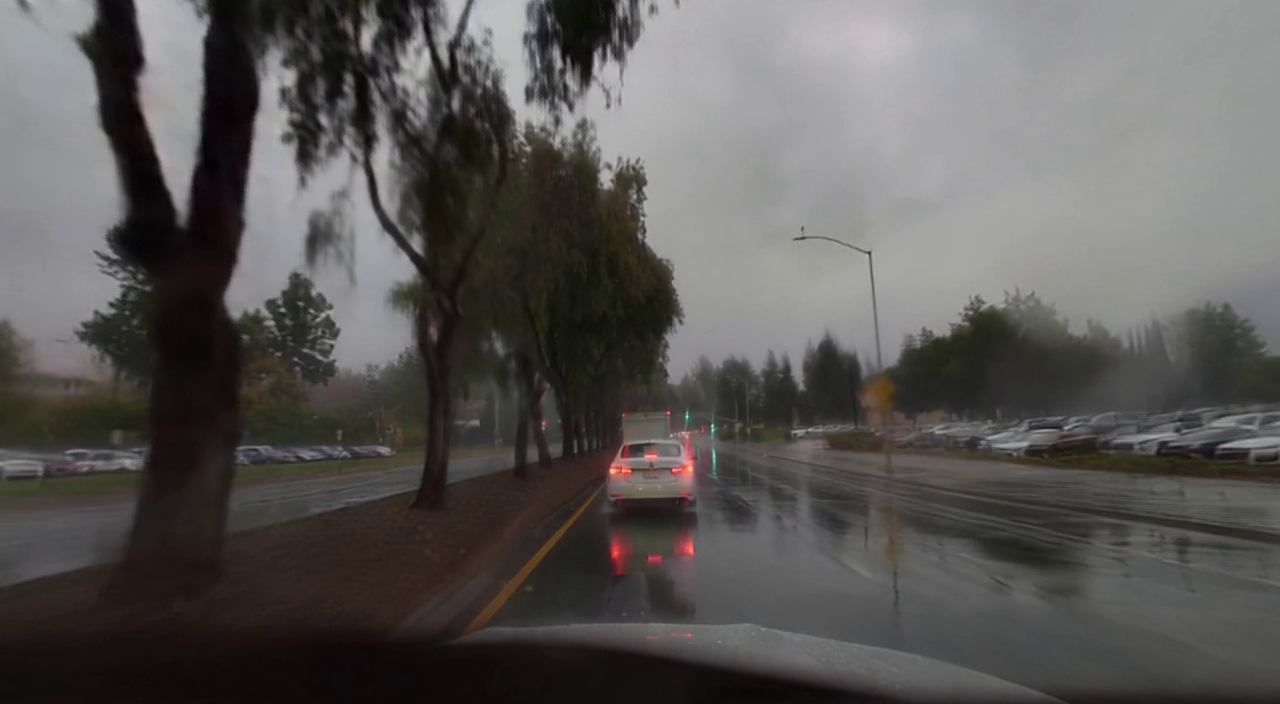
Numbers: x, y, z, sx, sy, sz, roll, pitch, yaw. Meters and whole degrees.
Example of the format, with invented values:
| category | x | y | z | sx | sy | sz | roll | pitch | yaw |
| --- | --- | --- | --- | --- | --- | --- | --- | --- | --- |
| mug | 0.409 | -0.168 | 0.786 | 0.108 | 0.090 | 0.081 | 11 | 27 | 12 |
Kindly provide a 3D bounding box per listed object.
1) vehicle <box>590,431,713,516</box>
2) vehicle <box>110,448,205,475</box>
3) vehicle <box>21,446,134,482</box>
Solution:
| category | x | y | z | sx | sy | sz | roll | pitch | yaw |
| --- | --- | --- | --- | --- | --- | --- | --- | --- | --- |
| vehicle | 0.160 | 2.381 | 12.857 | 2.093 | 1.442 | 3.977 | 0 | -8 | -1 |
| vehicle | -30.004 | 6.802 | 39.274 | 4.342 | 1.621 | 1.967 | -1 | -8 | 5 |
| vehicle | -30.247 | 6.021 | 34.014 | 4.266 | 1.600 | 1.877 | -3 | -8 | -2 |
